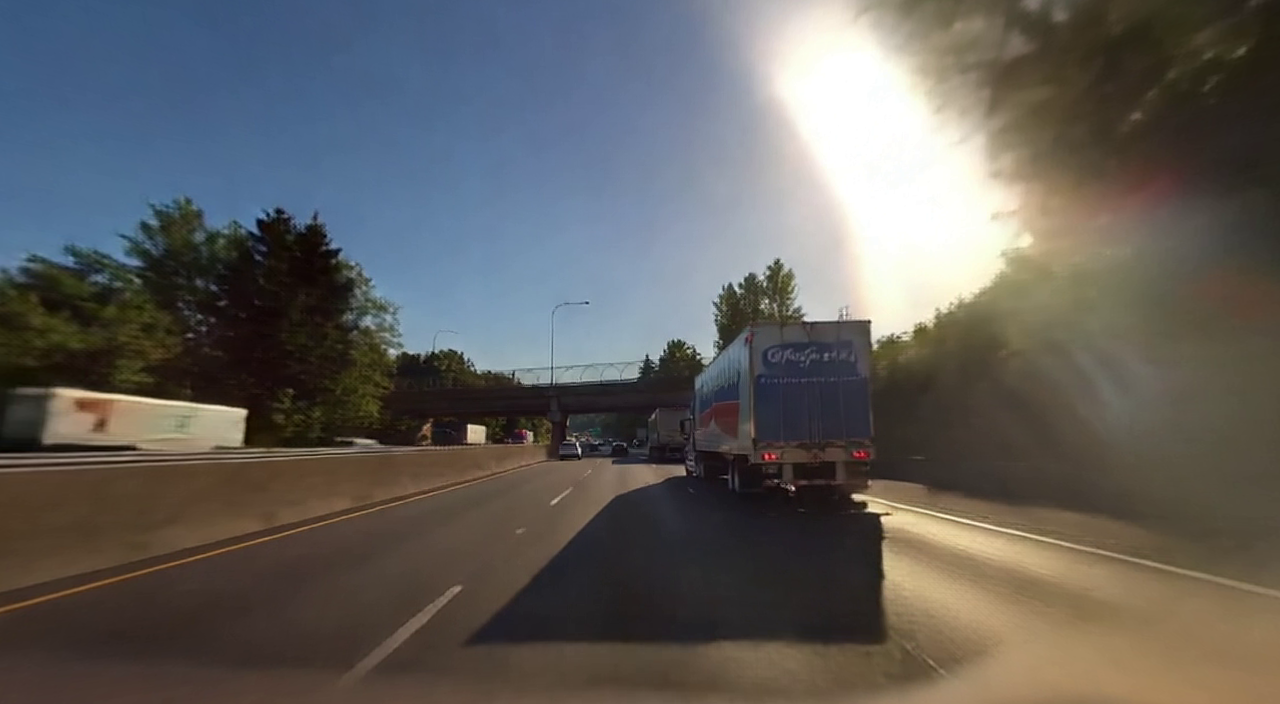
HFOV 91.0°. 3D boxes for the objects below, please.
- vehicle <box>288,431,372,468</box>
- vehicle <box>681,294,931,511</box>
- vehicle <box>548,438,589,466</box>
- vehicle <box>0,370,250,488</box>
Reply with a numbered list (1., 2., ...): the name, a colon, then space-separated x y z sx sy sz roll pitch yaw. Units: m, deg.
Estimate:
1. vehicle: -13.582 4.297 27.839 1.813 1.506 3.845 0 -8 -1
2. vehicle: 3.475 1.861 18.437 3.116 3.992 13.748 0 -8 -2
3. vehicle: -4.500 6.313 39.997 2.206 1.644 4.027 0 -8 -1
4. vehicle: -20.386 3.017 23.697 2.782 3.431 14.254 0 -8 -2
